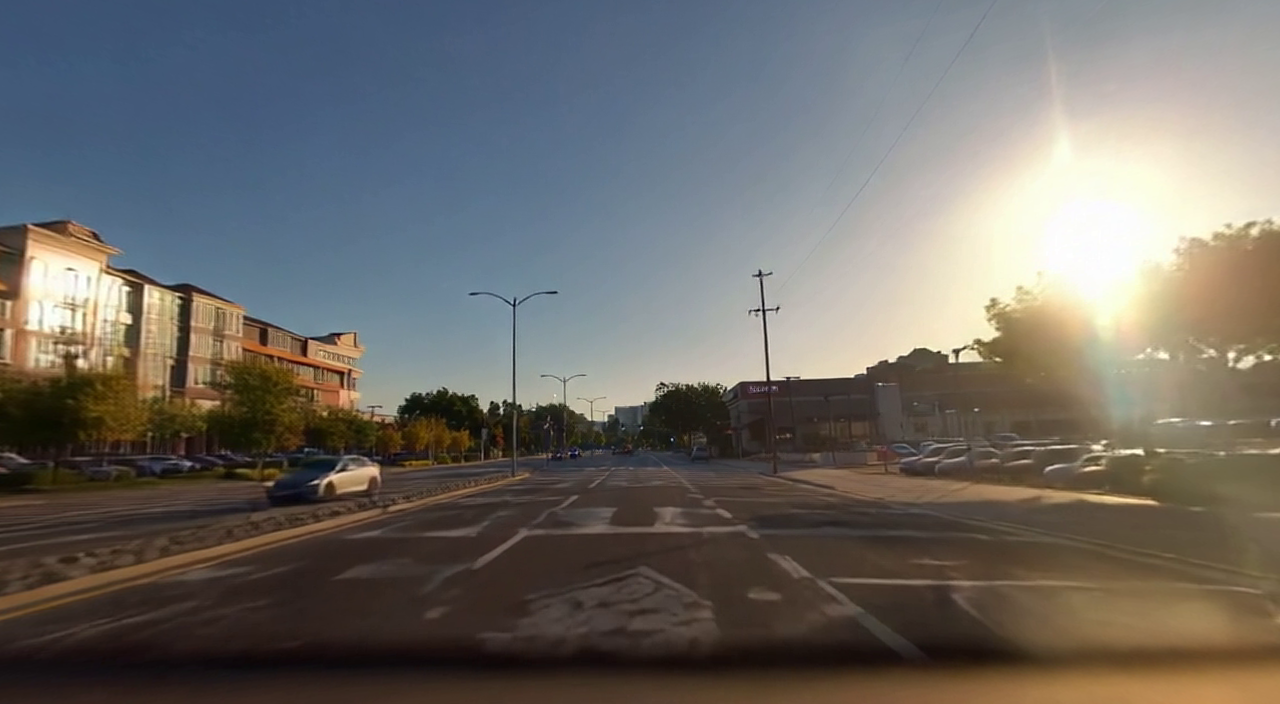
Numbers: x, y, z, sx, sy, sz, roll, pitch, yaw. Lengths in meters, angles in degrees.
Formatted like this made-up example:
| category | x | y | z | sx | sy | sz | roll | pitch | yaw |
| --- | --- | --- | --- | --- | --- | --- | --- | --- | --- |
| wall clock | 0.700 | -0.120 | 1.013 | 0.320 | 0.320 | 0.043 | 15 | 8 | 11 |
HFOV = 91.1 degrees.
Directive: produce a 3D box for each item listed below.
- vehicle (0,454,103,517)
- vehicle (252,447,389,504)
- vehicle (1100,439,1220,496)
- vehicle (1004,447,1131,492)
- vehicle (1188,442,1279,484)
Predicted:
| category | x | y | z | sx | sy | sz | roll | pitch | yaw |
| --- | --- | --- | --- | --- | --- | --- | --- | --- | --- |
| vehicle | -20.072 | 4.161 | 19.766 | 2.218 | 1.788 | 4.604 | 0 | -9 | 0 |
| vehicle | -9.359 | 3.614 | 18.879 | 1.880 | 1.461 | 4.446 | 0 | -9 | -2 |
| vehicle | 18.588 | 4.064 | 22.424 | 3.754 | 1.844 | 2.002 | 5 | -10 | -31 |
| vehicle | 16.565 | 4.479 | 24.317 | 4.313 | 1.584 | 2.282 | 5 | -10 | -29 |
| vehicle | 27.303 | 4.835 | 27.500 | 4.478 | 1.746 | 2.159 | 0 | -9 | -1 |
